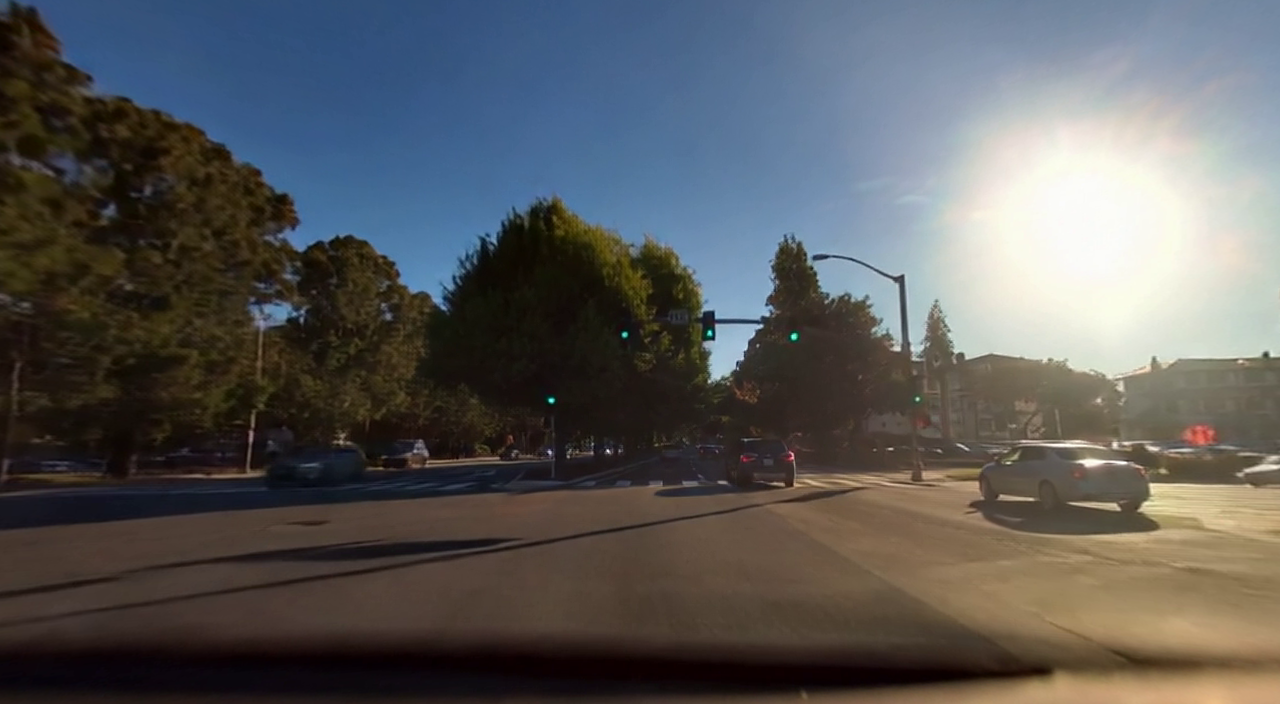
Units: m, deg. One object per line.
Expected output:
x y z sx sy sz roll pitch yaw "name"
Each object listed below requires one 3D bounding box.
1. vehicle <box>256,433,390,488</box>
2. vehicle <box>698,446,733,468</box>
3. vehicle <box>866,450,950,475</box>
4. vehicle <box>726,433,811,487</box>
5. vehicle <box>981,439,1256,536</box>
-11.323 3.907 23.071 2.155 1.768 4.904 -1 -9 2 "vehicle"
5.180 7.245 43.758 2.064 1.474 4.389 0 -9 2 "vehicle"
16.724 6.893 39.734 2.040 1.472 4.846 3 -9 -21 "vehicle"
4.657 4.002 23.680 2.209 1.813 4.724 0 -9 1 "vehicle"
8.571 2.425 11.933 1.949 1.492 4.103 0 -9 0 "vehicle"
